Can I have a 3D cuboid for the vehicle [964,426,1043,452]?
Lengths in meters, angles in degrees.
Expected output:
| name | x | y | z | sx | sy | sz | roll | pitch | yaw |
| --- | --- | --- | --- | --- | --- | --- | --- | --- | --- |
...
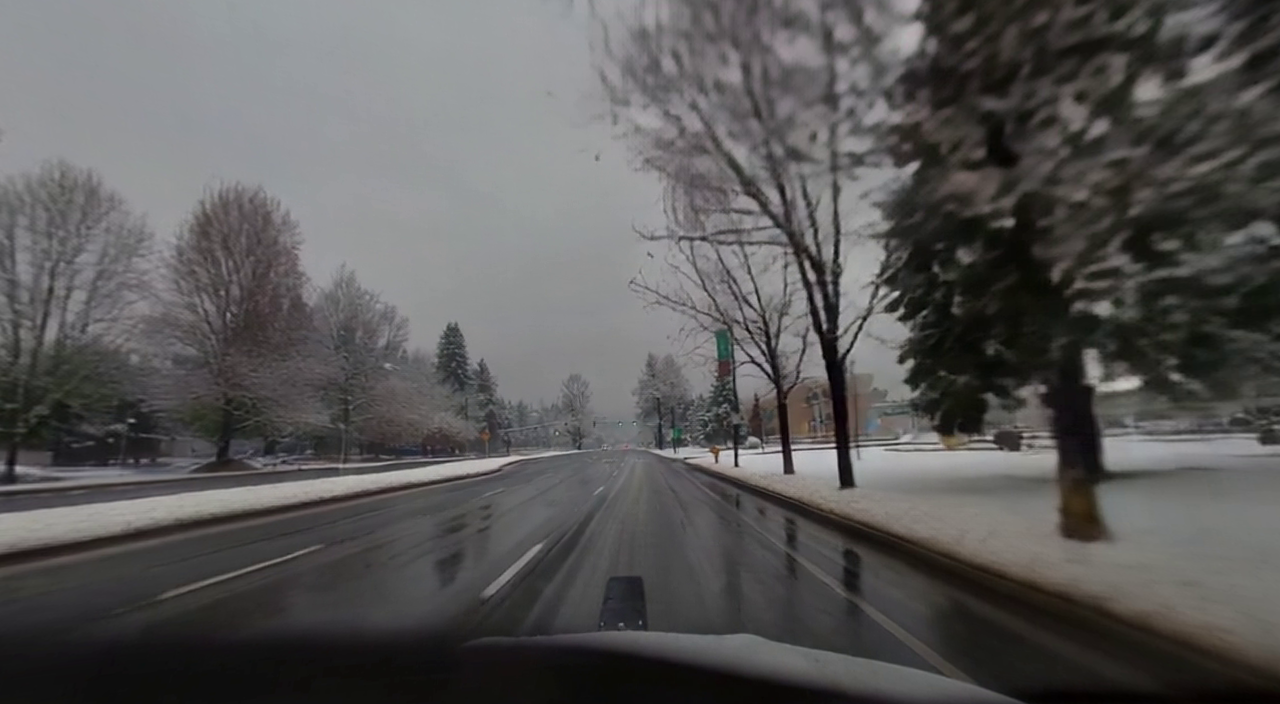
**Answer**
| name | x | y | z | sx | sy | sz | roll | pitch | yaw |
| --- | --- | --- | --- | --- | --- | --- | --- | --- | --- |
| vehicle | 25.854 | 6.207 | 44.947 | 4.384 | 1.682 | 1.866 | -2 | -9 | 2 |
